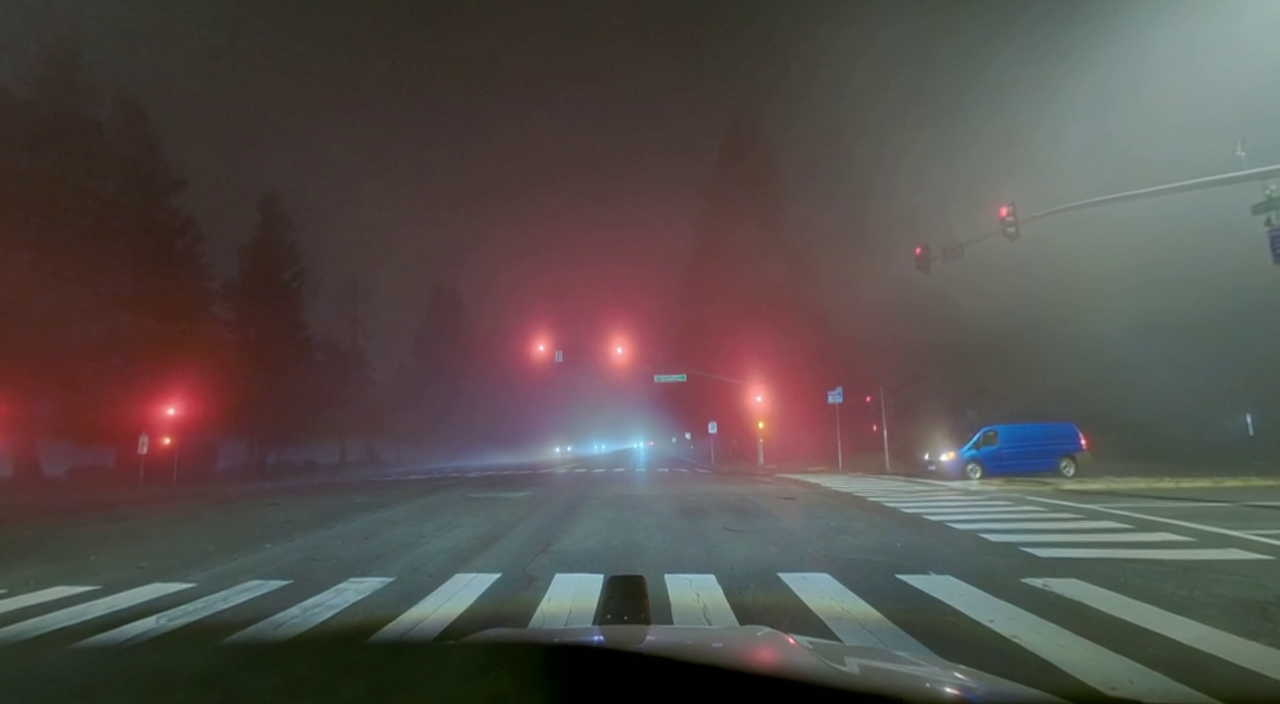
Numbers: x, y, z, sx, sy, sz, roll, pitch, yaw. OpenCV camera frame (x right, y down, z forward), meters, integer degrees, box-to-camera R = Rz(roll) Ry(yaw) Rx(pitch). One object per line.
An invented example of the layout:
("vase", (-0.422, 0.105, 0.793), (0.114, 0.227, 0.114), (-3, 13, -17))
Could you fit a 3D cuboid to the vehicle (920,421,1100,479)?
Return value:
("vehicle", (12.288, 3.287, 21.205), (4.790, 1.798, 1.909), (0, -8, 1))
